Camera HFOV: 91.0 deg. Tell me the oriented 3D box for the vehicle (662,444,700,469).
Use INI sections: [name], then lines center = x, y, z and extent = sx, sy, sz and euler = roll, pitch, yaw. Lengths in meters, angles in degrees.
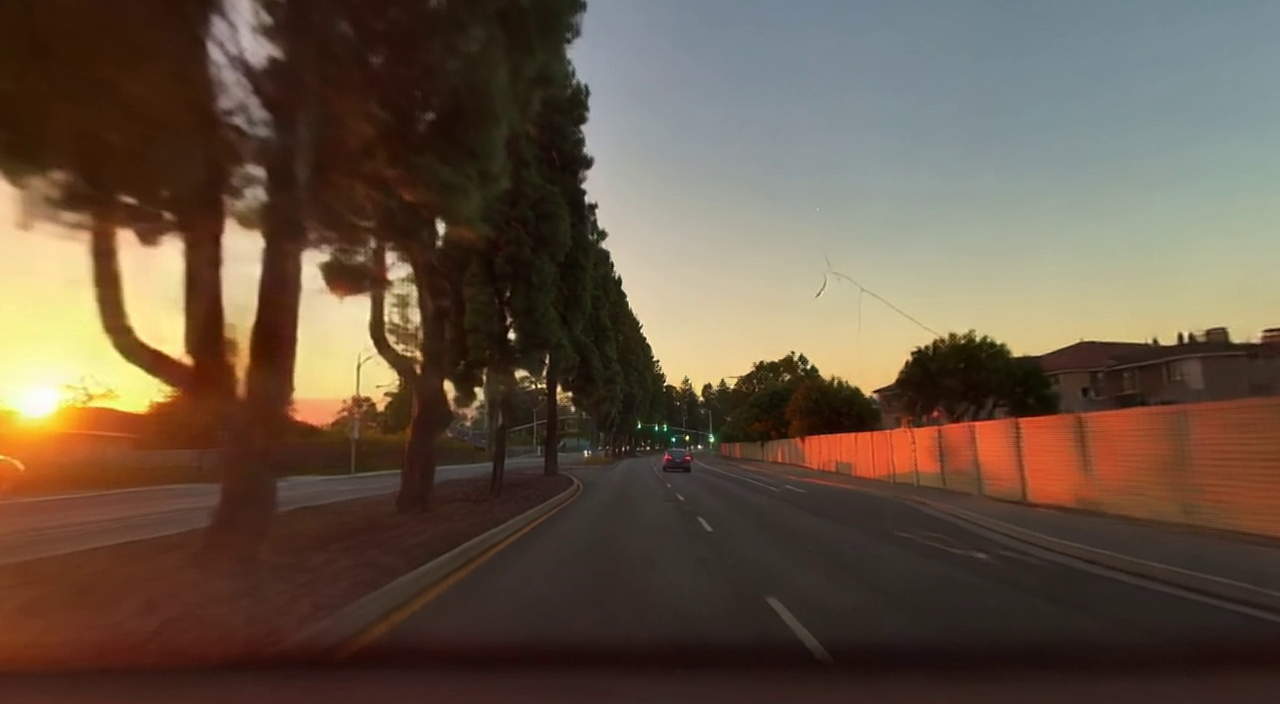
[vehicle]
center = 2.522, 6.606, 39.846
extent = 2.105, 1.490, 4.008
euler = 0, -9, -1
